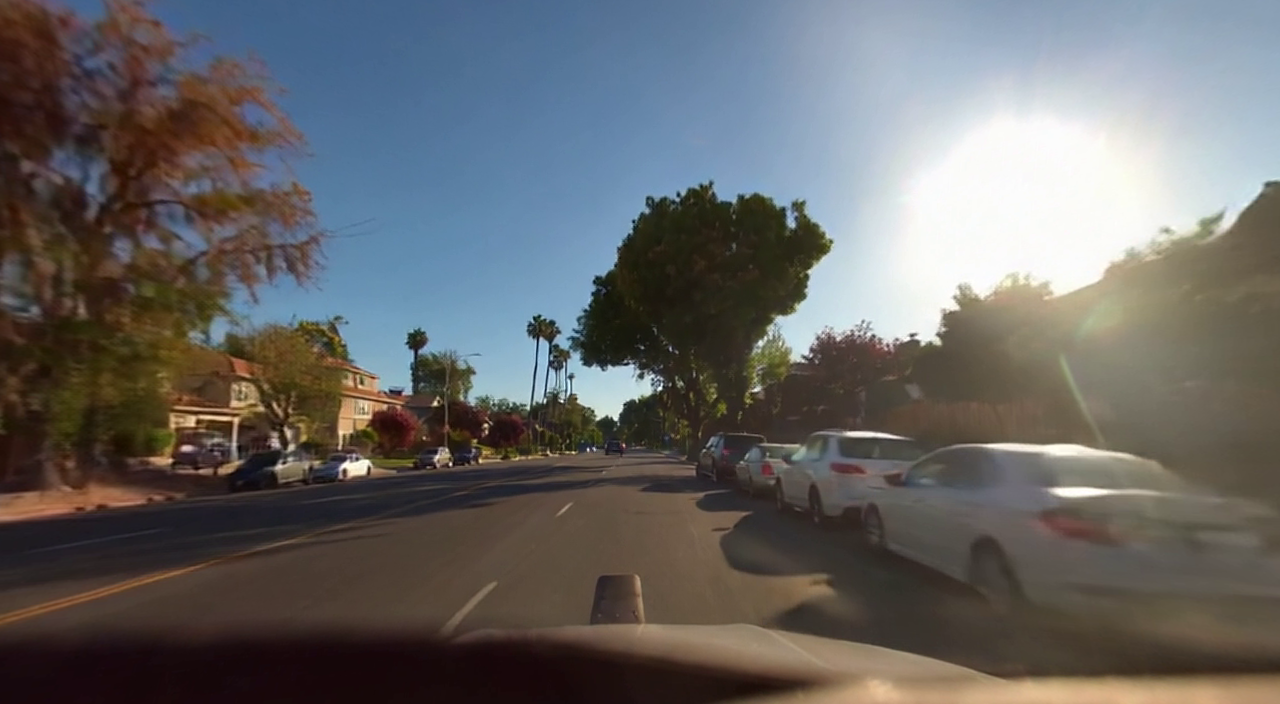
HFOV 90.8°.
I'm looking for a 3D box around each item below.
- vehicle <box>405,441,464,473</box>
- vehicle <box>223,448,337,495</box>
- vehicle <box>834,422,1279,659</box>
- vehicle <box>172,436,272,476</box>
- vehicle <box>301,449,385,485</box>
[{"bbox_3d":[-14.129,7.216,43.876,2.245,1.904,5.805,-1,-7,-1],"label":"vehicle"},{"bbox_3d":[-13.788,4.566,24.568,1.970,1.525,4.420,0,-8,-2],"label":"vehicle"},{"bbox_3d":[3.690,1.551,6.399,1.888,1.480,4.653,0,-9,-1],"label":"vehicle"},{"bbox_3d":[-20.944,5.218,31.932,1.957,1.871,4.515,0,-9,-1],"label":"vehicle"},{"bbox_3d":[-13.898,5.393,29.868,1.916,1.459,4.222,-1,-8,0],"label":"vehicle"}]
